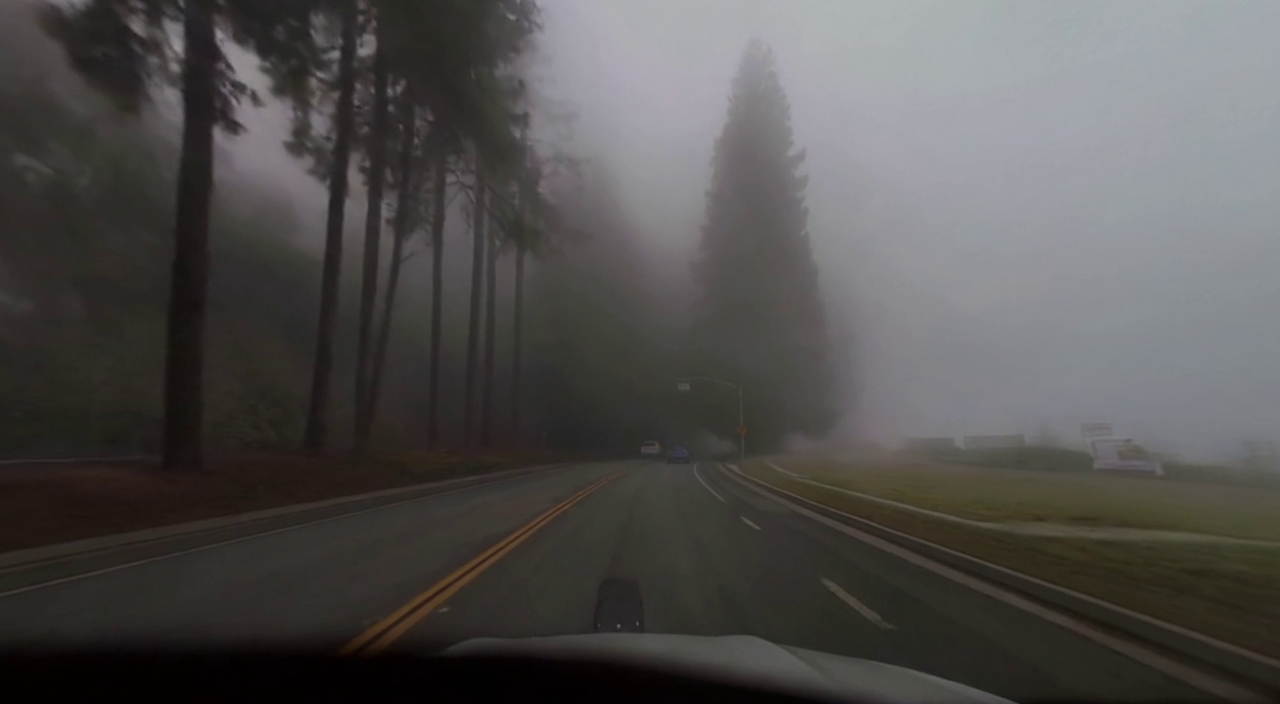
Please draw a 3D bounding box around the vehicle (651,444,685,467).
[{"bbox_3d":[1.928,6.898,42.336,2.071,1.474,4.047,-1,-8,5],"label":"vehicle"}]
